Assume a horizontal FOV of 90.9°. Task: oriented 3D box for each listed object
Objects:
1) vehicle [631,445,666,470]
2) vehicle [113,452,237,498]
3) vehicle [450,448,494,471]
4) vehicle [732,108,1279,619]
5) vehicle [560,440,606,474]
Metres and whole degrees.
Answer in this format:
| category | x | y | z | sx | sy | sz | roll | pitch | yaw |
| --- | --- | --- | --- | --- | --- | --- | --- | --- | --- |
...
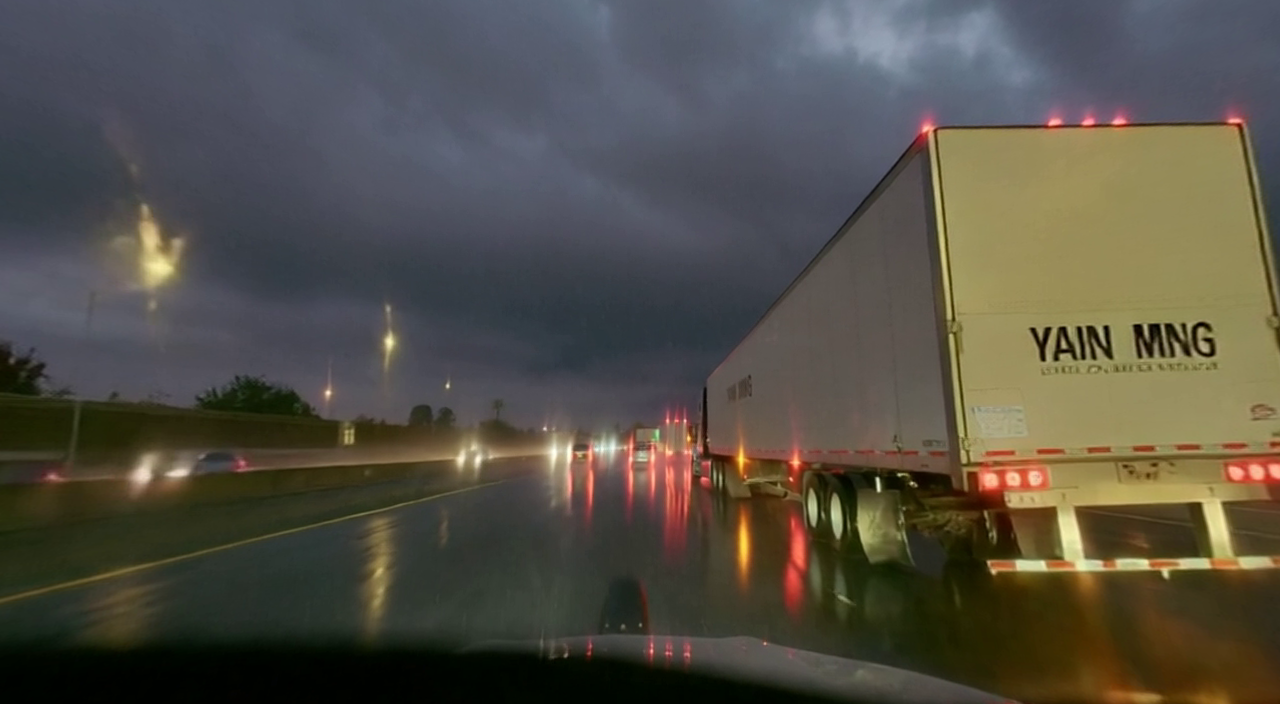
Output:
| category | x | y | z | sx | sy | sz | roll | pitch | yaw |
| --- | --- | --- | --- | --- | --- | --- | --- | --- | --- |
| vehicle | 0.516 | 6.623 | 39.678 | 2.063 | 1.469 | 4.208 | 0 | -9 | 0 |
| vehicle | -19.364 | 5.108 | 26.551 | 1.897 | 1.729 | 4.321 | 0 | -9 | 0 |
| vehicle | -11.990 | 7.701 | 45.330 | 1.839 | 1.503 | 4.410 | 0 | -9 | 1 |
| vehicle | 3.946 | 0.910 | 11.211 | 2.821 | 4.077 | 12.562 | 0 | -9 | 0 |
| vehicle | -3.077 | 5.787 | 34.926 | 2.058 | 1.711 | 4.226 | 0 | -9 | 1 |
